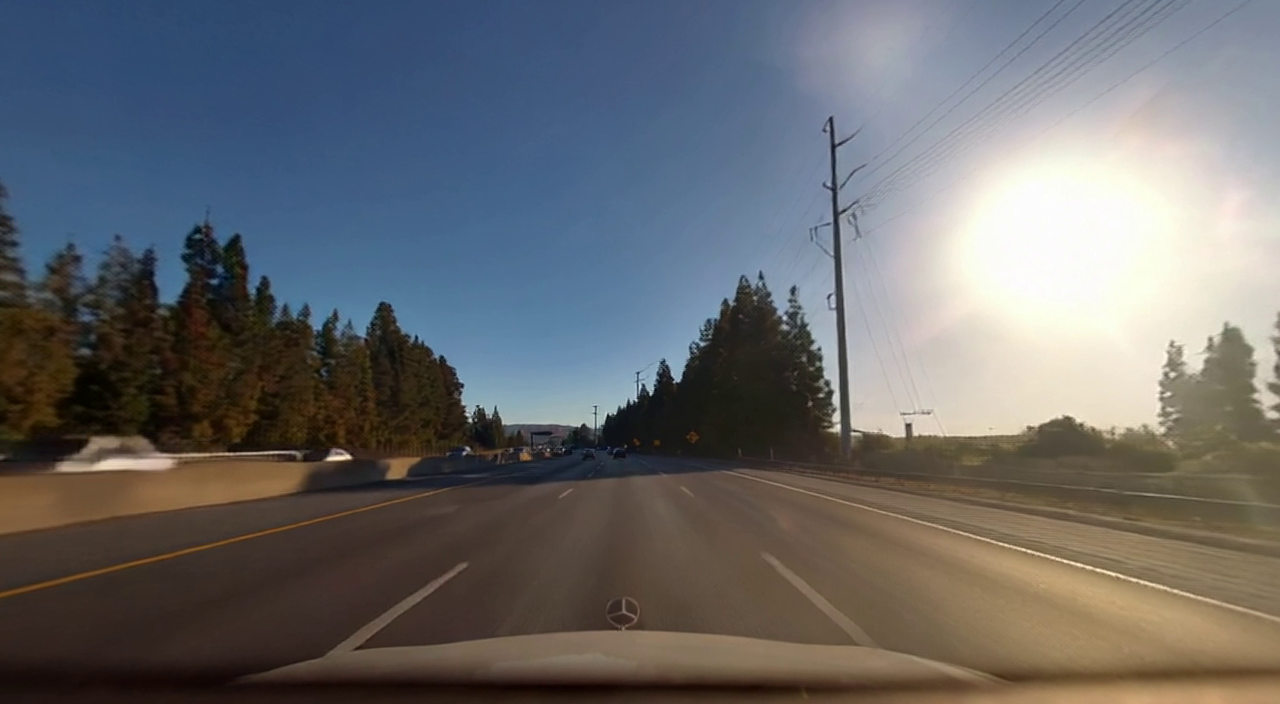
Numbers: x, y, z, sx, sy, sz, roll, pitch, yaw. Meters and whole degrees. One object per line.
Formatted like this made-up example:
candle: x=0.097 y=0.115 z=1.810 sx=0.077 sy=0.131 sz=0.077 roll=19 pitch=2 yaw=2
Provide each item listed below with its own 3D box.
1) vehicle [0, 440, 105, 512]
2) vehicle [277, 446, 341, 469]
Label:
vehicle: x=-14.117 y=2.580 z=13.212 sx=1.914 sy=1.477 sz=4.524 roll=0 pitch=-8 yaw=-1
vehicle: x=-22.374 y=7.157 z=42.939 sx=1.947 sy=1.465 sz=4.594 roll=0 pitch=-8 yaw=-2
